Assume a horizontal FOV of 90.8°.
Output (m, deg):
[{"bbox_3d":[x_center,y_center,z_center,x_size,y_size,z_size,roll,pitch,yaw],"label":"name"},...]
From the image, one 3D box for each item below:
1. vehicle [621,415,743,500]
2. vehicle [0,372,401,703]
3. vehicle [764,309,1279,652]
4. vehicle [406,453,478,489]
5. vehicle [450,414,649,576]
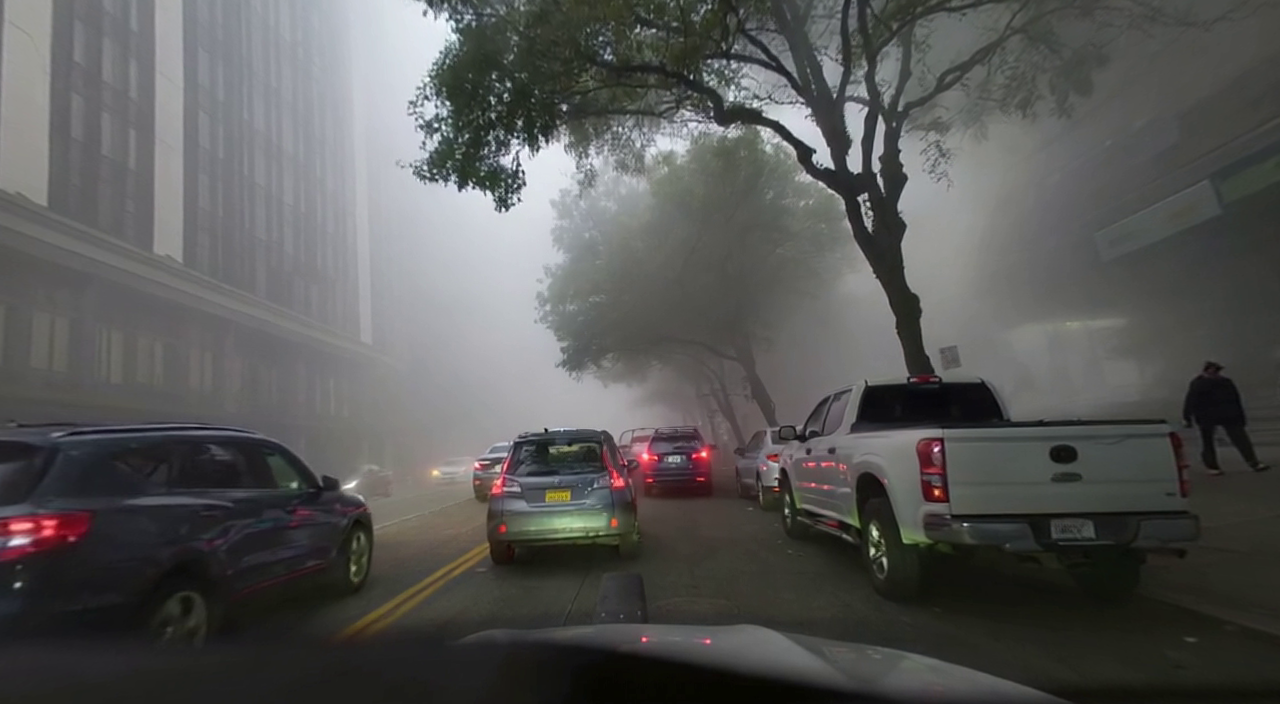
[{"bbox_3d":[1.329,2.830,17.278,2.352,1.953,4.798,-3,-9,16],"label":"vehicle"},{"bbox_3d":[-3.833,1.338,5.057,2.000,1.818,4.668,0,-8,0],"label":"vehicle"},{"bbox_3d":[2.994,1.132,6.517,2.225,2.070,5.264,0,-8,-1],"label":"vehicle"},{"bbox_3d":[-9.416,5.688,30.516,1.976,1.475,4.684,-1,-8,0],"label":"vehicle"},{"bbox_3d":[-0.932,1.791,8.668,2.076,1.667,3.948,-1,-8,1],"label":"vehicle"}]
